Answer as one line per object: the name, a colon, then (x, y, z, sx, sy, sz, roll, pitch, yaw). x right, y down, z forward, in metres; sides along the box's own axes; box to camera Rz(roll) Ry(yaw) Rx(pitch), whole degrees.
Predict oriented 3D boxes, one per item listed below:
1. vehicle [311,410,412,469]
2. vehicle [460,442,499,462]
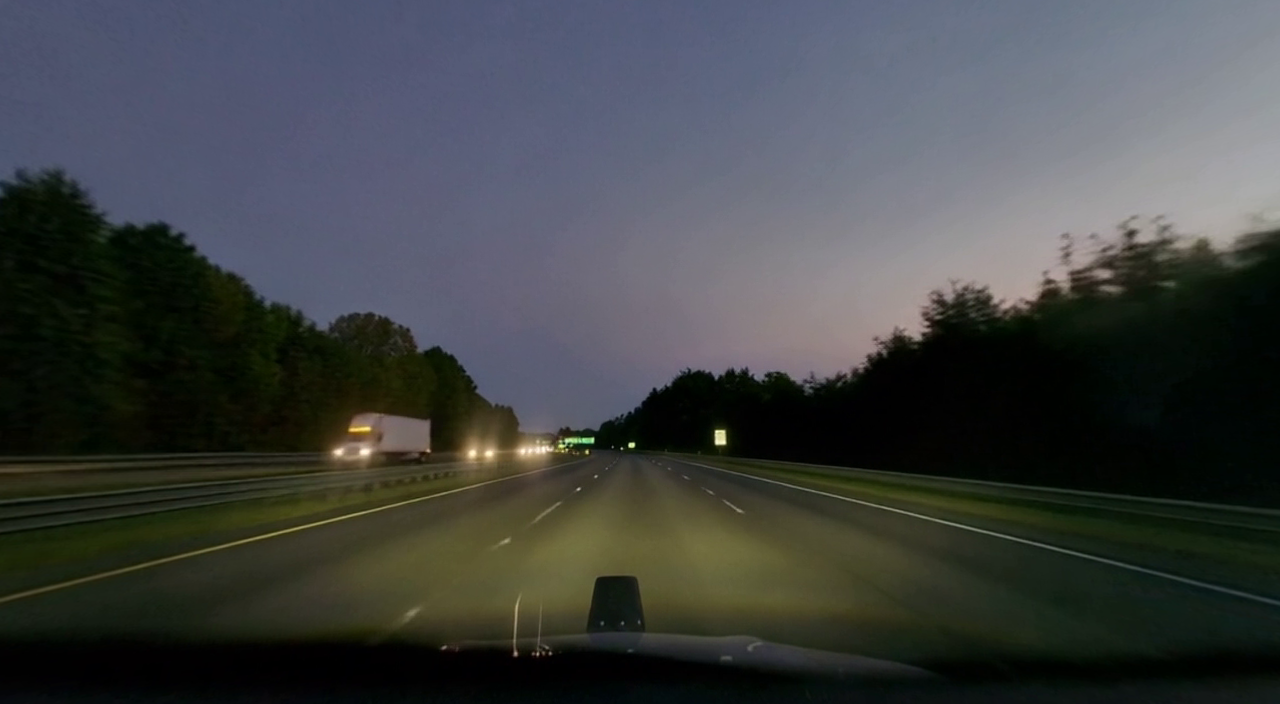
vehicle: (-16.547, 5.361, 38.099, 2.773, 3.188, 7.170, 0, -9, 0)
vehicle: (-12.527, 7.834, 49.419, 2.041, 1.513, 4.136, 0, -9, -1)
